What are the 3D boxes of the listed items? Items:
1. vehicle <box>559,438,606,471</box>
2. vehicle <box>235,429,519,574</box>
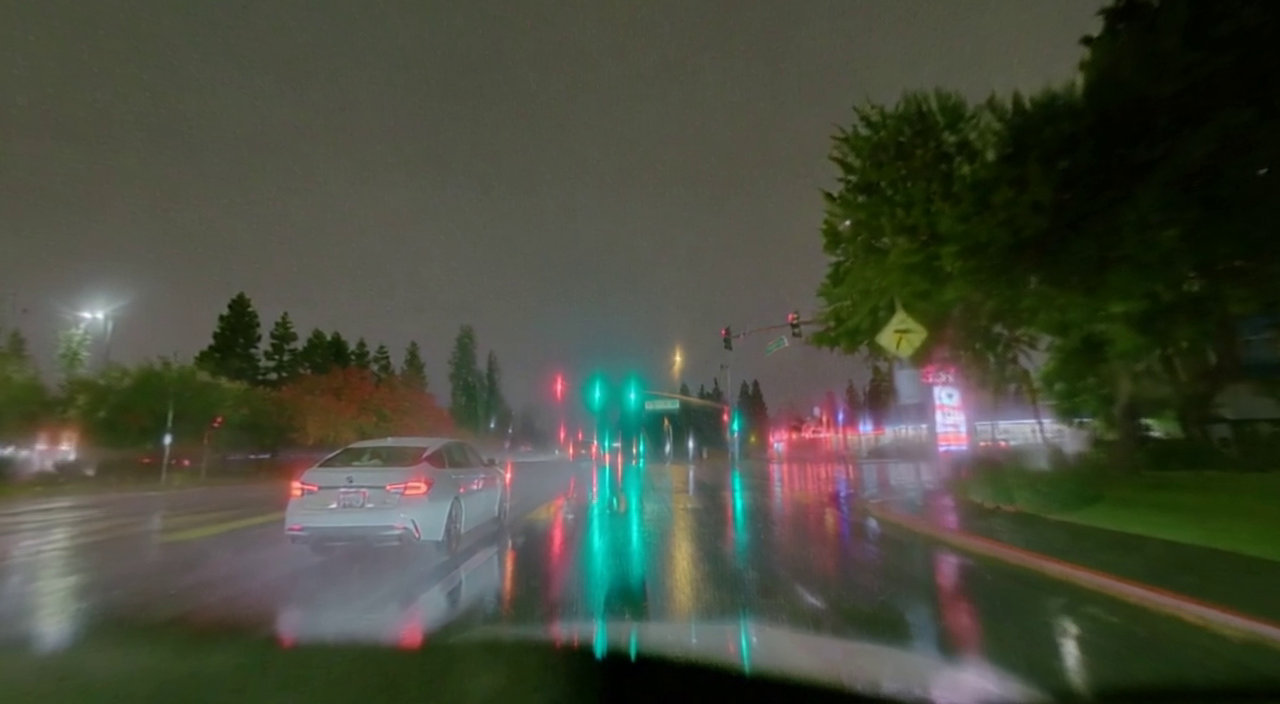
[{"bbox_3d":[-3.108,5.641,34.952,2.109,1.692,4.220,0,-9,1],"label":"vehicle"},{"bbox_3d":[-3.141,1.872,8.751,2.018,1.477,4.401,0,-9,0],"label":"vehicle"}]
